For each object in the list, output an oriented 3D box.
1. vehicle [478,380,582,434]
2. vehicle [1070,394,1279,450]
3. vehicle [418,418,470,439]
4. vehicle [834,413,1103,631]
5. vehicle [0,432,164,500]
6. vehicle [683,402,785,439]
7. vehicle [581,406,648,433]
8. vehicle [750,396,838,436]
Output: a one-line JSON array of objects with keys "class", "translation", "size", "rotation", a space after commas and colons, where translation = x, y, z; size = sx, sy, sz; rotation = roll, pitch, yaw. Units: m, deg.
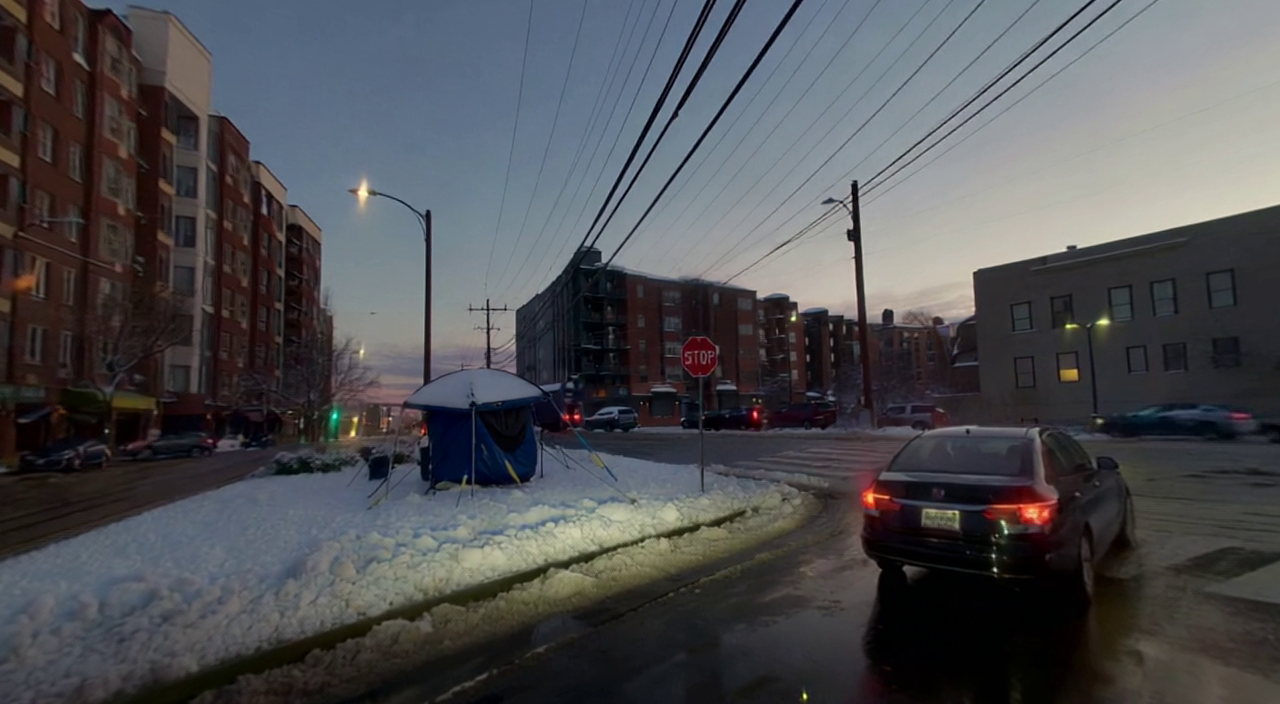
[{"class": "vehicle", "translation": [-7.106, 3.641, 40.180], "size": [7.172, 3.075, 2.584], "rotation": [-7, -10, 41]}, {"class": "vehicle", "translation": [16.022, 2.206, 19.149], "size": [4.569, 1.487, 1.999], "rotation": [-8, -11, 41]}, {"class": "vehicle", "translation": [-15.344, 6.016, 49.358], "size": [2.089, 1.506, 4.641], "rotation": [7, -11, -41]}, {"class": "vehicle", "translation": [3.824, 1.632, 7.153], "size": [1.945, 1.647, 4.160], "rotation": [-6, -10, 33]}, {"class": "vehicle", "translation": [-17.190, 3.487, 19.852], "size": [2.054, 1.800, 5.212], "rotation": [3, -9, -21]}, {"class": "vehicle", "translation": [4.297, 3.234, 29.313], "size": [4.363, 1.511, 1.838], "rotation": [-8, -11, 43]}, {"class": "vehicle", "translation": [-1.642, 4.285, 39.768], "size": [1.790, 1.468, 4.422], "rotation": [8, -11, -42]}, {"class": "vehicle", "translation": [8.250, 3.525, 34.058], "size": [1.805, 1.694, 4.214], "rotation": [12, -17, -43]}]
